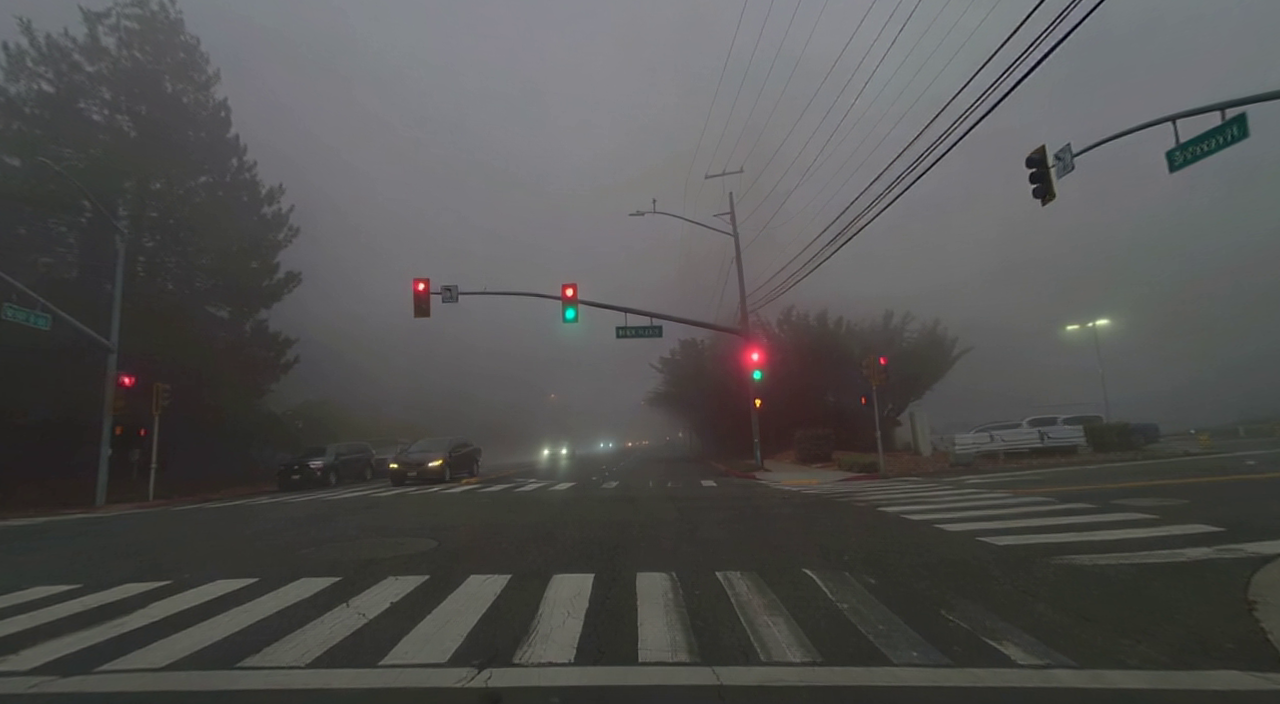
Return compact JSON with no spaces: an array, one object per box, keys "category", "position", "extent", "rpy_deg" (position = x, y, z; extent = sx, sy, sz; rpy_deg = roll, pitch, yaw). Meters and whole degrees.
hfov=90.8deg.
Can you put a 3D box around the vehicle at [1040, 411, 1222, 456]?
[{"category":"vehicle","position":[16.942,2.902,22.117],"extent":[4.560,1.453,1.851],"rpy_deg":[-3,-9,18]}]

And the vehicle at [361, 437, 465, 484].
[{"category":"vehicle","position":[-10.162,4.925,28.983],"extent":[2.664,1.940,5.702],"rpy_deg":[0,-9,0]}]

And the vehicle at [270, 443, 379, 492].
[{"category":"vehicle","position":[-13.783,5.066,28.060],"extent":[2.306,1.957,4.968],"rpy_deg":[0,-9,-1]}]
